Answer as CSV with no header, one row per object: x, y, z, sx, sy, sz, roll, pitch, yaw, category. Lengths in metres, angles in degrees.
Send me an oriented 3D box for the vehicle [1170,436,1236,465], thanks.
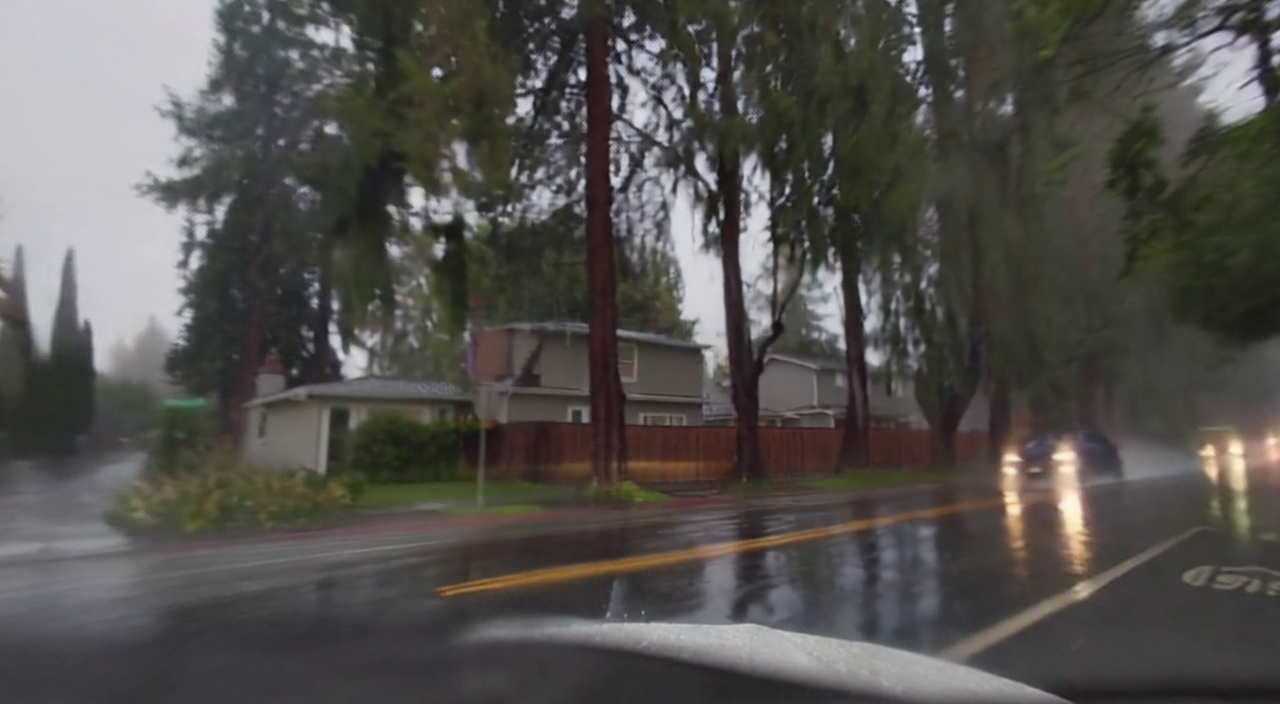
31.585,5.501,35.304,4.222,1.498,1.906,7,-11,-38,vehicle

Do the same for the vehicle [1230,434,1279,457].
48.586,7.378,49.720,4.755,1.691,2.167,7,-11,-38,vehicle

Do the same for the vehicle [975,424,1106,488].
13.041,3.342,20.433,4.528,1.835,2.089,7,-11,-38,vehicle
